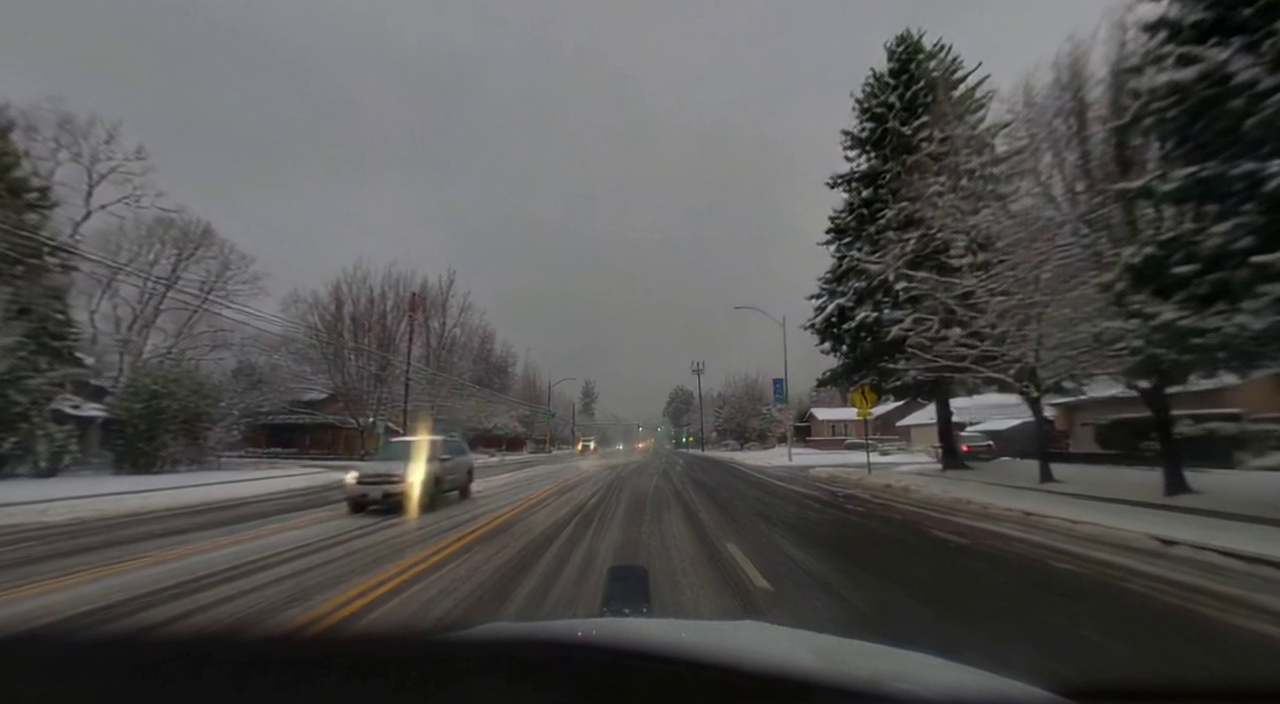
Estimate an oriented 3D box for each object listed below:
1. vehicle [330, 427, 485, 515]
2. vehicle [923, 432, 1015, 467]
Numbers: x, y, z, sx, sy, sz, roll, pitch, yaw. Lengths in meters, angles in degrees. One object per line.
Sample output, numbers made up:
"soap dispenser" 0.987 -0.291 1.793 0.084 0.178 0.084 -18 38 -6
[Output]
"vehicle" -4.609 2.396 13.168 1.774 1.525 3.897 0 -8 0
"vehicle" 15.966 4.755 30.901 1.901 1.547 4.411 0 -8 -4
